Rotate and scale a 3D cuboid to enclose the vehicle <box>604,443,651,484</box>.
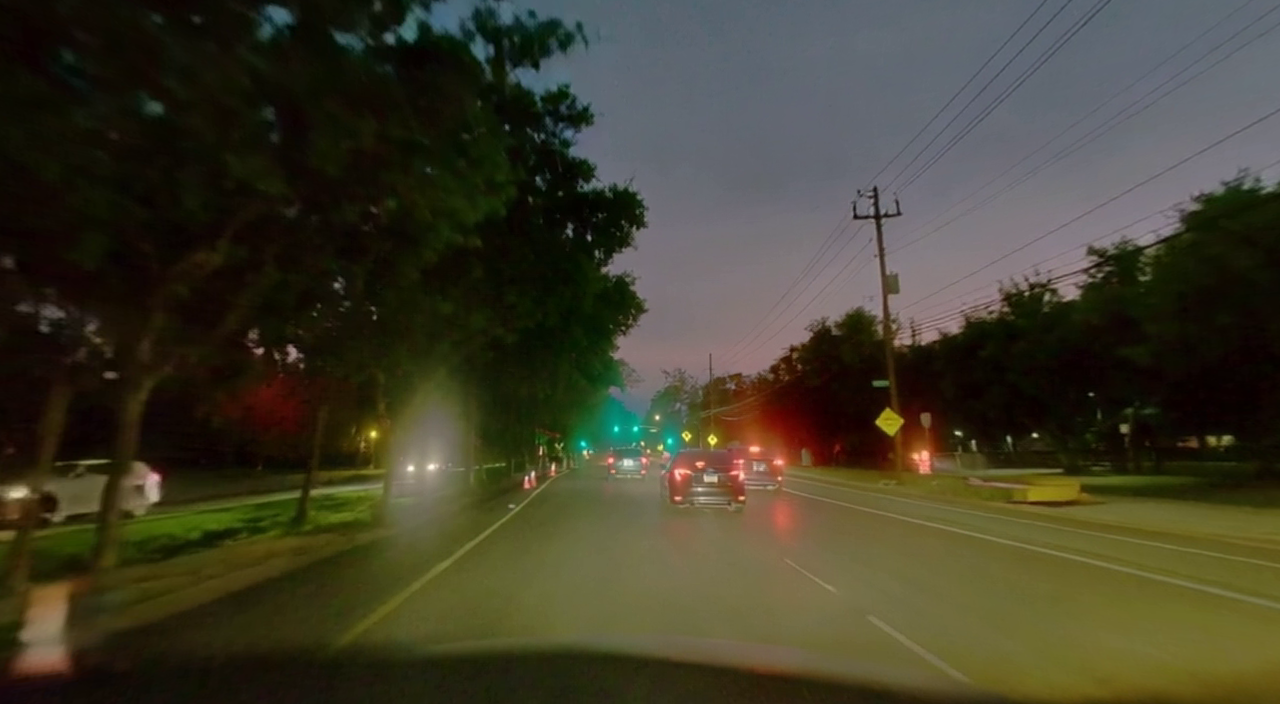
[{"bbox_3d":[-0.531,5.164,29.533,2.050,1.745,3.915,-1,-9,0],"label":"vehicle"}]

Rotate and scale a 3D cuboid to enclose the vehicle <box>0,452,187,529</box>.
[{"bbox_3d":[-16.443,3.947,18.731,2.016,1.862,5.328,-1,-9,0],"label":"vehicle"}]

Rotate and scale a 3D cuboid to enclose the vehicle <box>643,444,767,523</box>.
[{"bbox_3d":[1.259,2.860,14.383,1.977,1.460,4.565,0,-9,-5],"label":"vehicle"}]

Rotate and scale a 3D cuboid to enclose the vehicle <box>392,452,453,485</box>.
[{"bbox_3d":[-12.670,6.794,37.091,1.971,1.712,4.400,-1,-9,0],"label":"vehicle"}]
